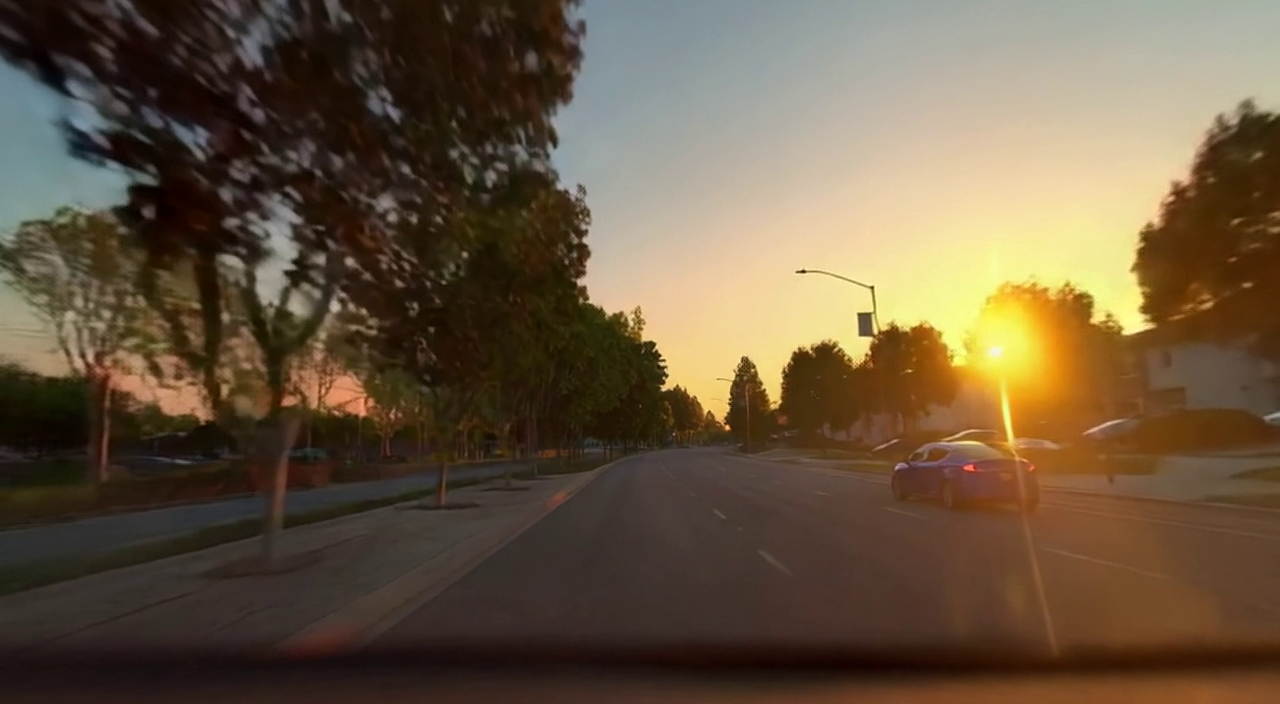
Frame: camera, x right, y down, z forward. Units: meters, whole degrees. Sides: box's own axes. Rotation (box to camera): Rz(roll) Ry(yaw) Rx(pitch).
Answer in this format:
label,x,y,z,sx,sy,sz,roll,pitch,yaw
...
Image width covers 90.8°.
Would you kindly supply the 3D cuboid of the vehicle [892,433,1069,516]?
label,x,y,z,sx,sy,sz,roll,pitch,yaw
vehicle,7.005,2.531,13.463,1.797,1.518,3.433,0,-9,0
